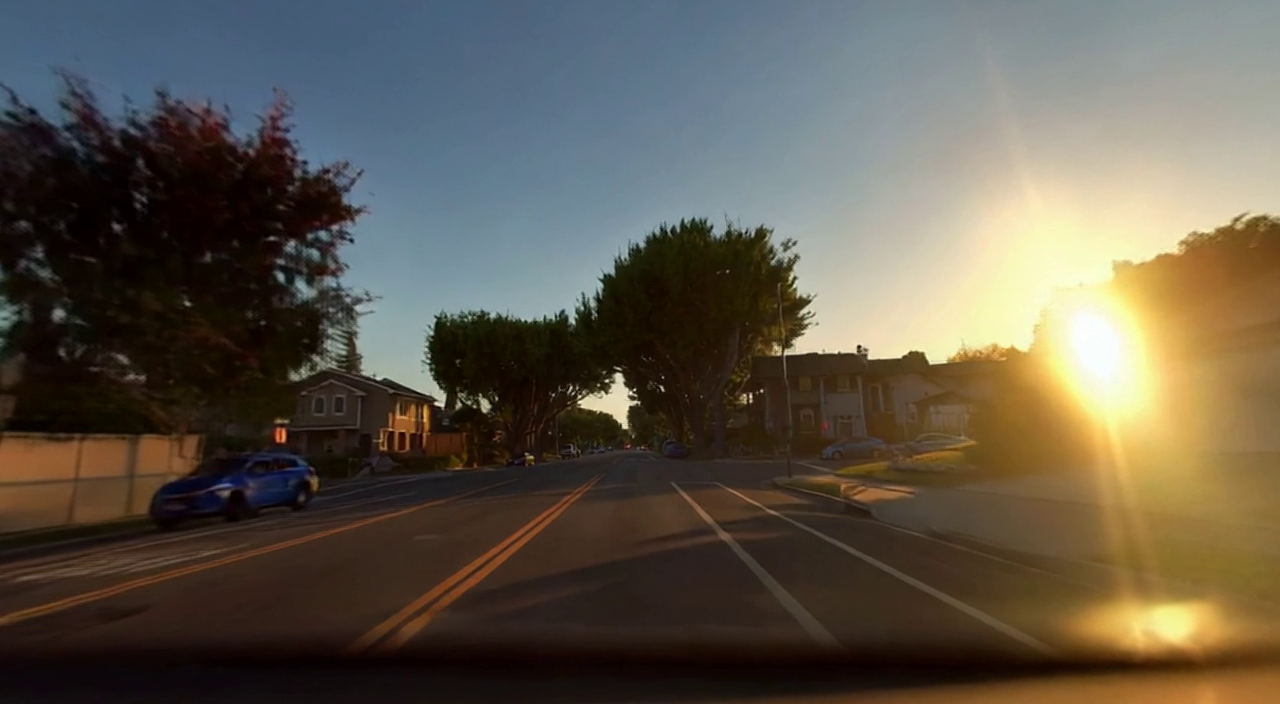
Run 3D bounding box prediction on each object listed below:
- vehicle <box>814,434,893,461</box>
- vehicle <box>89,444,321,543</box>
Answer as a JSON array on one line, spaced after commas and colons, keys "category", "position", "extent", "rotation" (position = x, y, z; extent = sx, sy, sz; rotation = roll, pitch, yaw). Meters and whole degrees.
[{"category": "vehicle", "position": [14.345, 6.463, 42.739], "extent": [4.635, 1.706, 1.954], "rotation": [0, -9, 2]}, {"category": "vehicle", "position": [-11.130, 3.566, 16.940], "extent": [2.241, 1.944, 5.709], "rotation": [-4, -8, 0]}]
